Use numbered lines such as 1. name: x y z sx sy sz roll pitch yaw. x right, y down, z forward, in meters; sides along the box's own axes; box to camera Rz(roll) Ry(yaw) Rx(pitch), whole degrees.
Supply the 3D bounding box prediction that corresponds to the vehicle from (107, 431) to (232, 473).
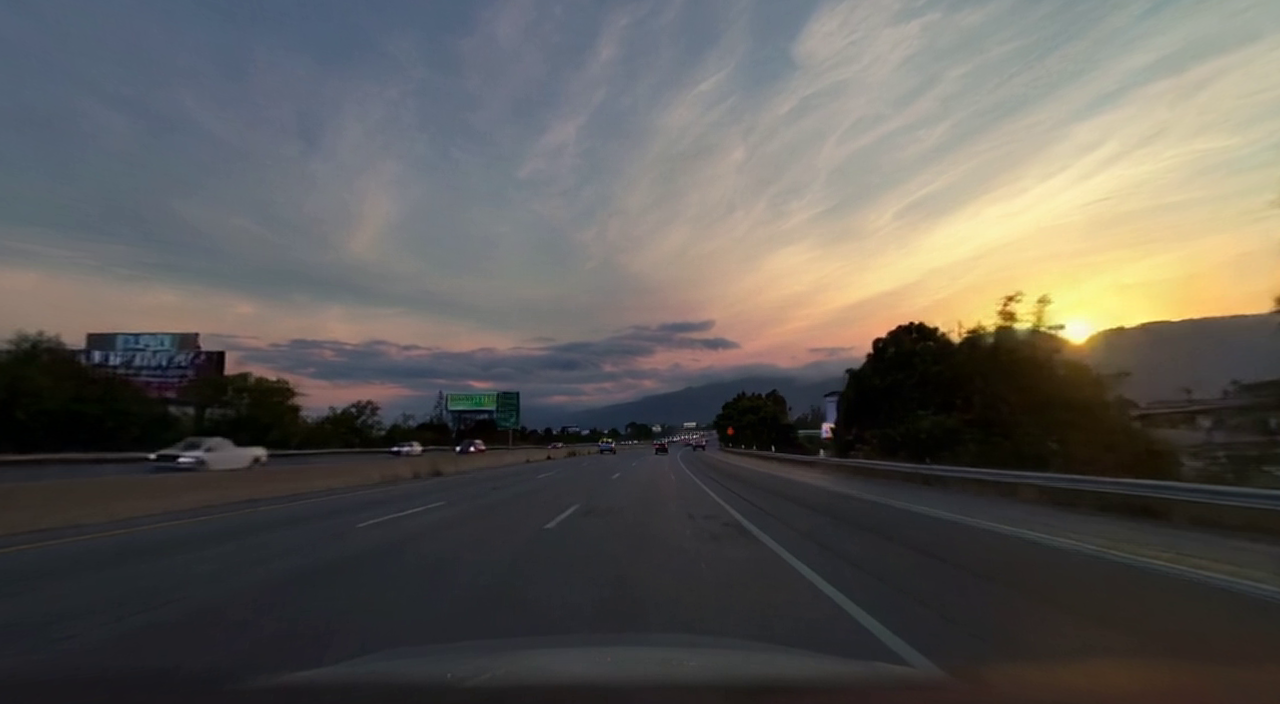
1. vehicle: -17.448 3.727 23.637 1.738 1.467 3.642 0 -8 2
